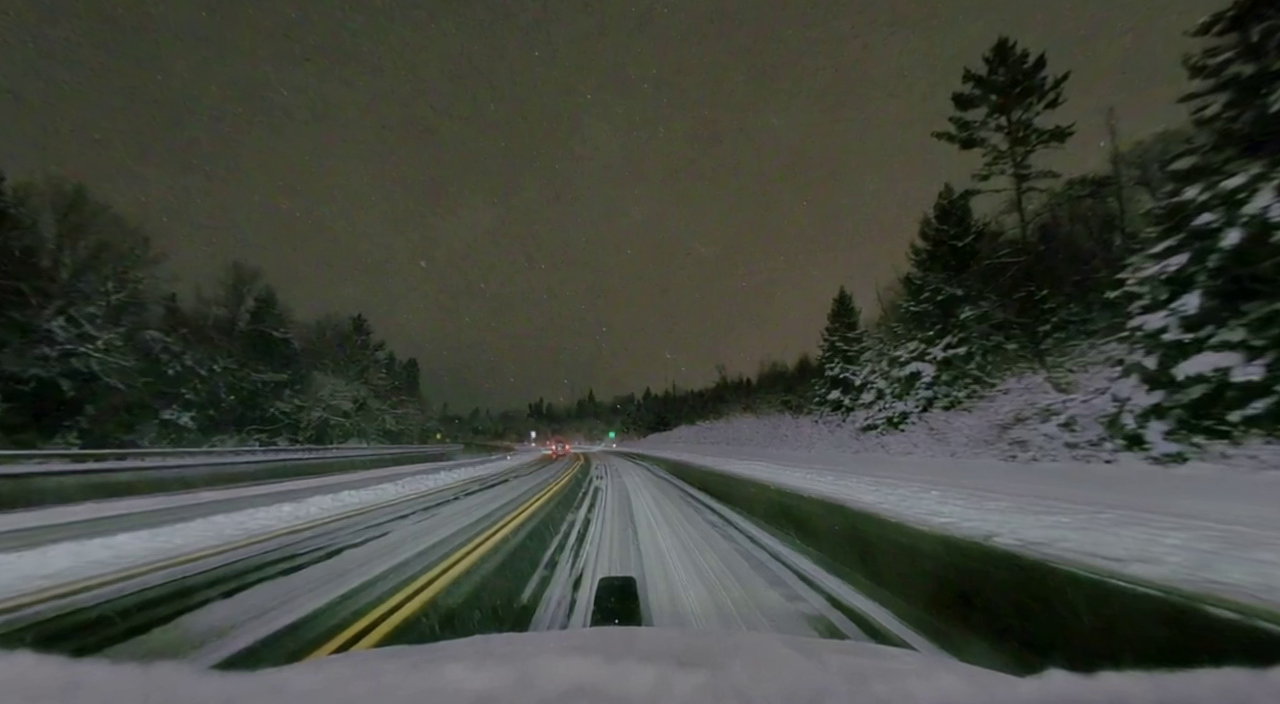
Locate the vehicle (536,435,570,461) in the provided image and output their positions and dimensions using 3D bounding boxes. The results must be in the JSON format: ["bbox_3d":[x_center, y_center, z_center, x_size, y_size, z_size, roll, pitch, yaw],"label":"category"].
[{"bbox_3d":[-6.675,7.482,48.993,2.410,1.873,4.784,0,-8,-5],"label":"vehicle"}]
